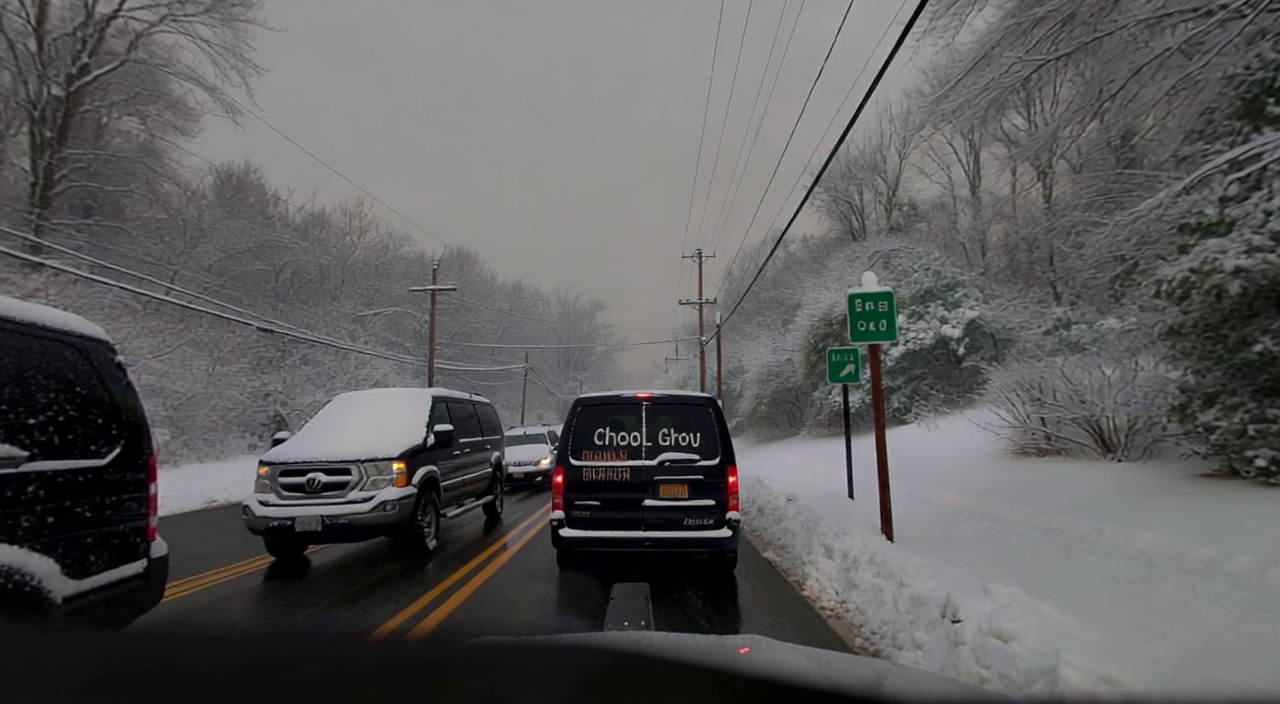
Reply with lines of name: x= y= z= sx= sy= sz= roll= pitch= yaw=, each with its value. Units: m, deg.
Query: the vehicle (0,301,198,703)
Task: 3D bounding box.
vehicle: x=-3.113 y=0.500 z=0.244 sx=2.160 sy=1.796 sz=4.997 roll=0 pitch=-8 yaw=1

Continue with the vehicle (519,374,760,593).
vehicle: x=0.103 y=1.461 z=7.690 sx=2.117 sy=1.911 sz=4.095 roll=-1 pitch=-8 yaw=3

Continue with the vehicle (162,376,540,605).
vehicle: x=-2.761 y=1.481 z=7.609 sx=2.109 sy=1.851 sz=4.749 roll=-1 pitch=-8 yaw=3
